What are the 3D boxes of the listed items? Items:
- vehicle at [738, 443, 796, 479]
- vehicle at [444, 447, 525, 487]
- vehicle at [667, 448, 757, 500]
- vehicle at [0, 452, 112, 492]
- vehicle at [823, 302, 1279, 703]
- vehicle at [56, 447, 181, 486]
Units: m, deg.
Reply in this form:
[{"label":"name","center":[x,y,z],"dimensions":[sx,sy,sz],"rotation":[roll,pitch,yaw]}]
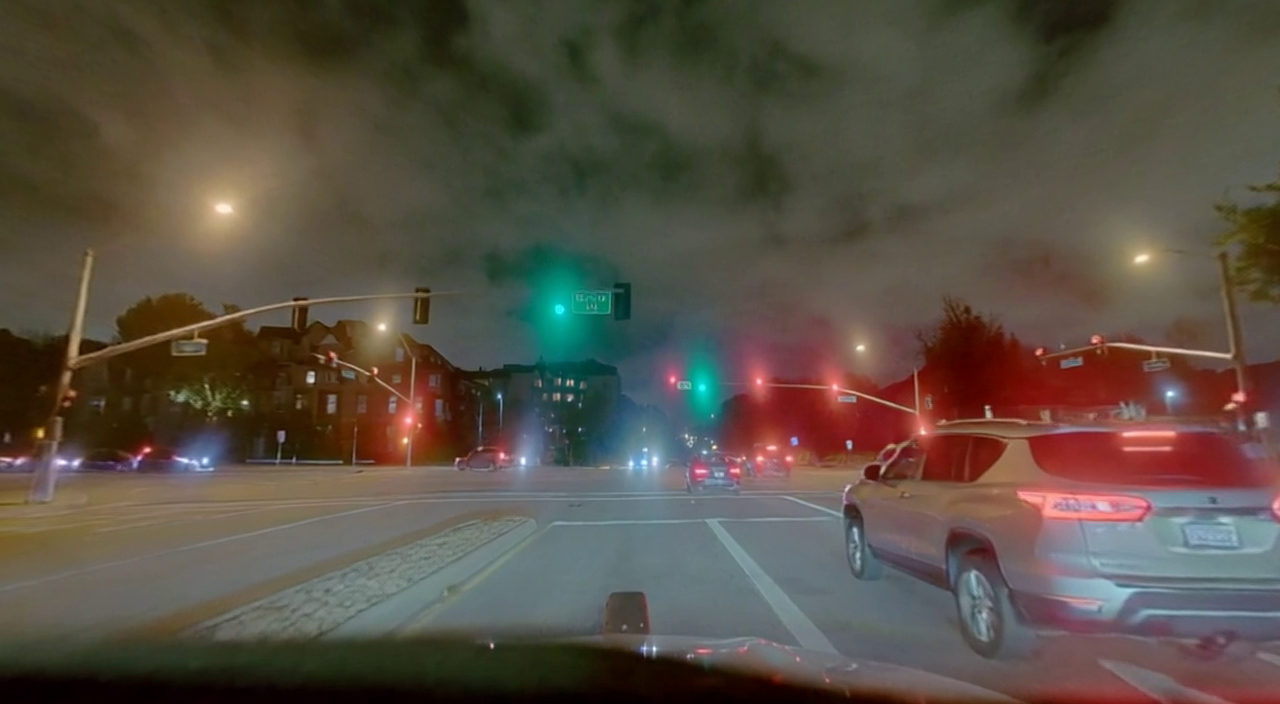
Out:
[{"label":"vehicle","center":[6.862,5.955,34.673],"dimensions":[2.105,1.830,4.610],"rotation":[0,-9,-1]},{"label":"vehicle","center":[-7.320,5.300,29.493],"dimensions":[2.099,1.705,4.020],"rotation":[7,-11,-38]},{"label":"vehicle","center":[2.222,3.924,20.806],"dimensions":[2.009,1.480,4.423],"rotation":[1,-9,-7]},{"label":"vehicle","center":[-26.271,5.174,27.387],"dimensions":[4.724,1.630,1.968],"rotation":[0,-9,-3]},{"label":"vehicle","center":[2.776,0.983,3.330],"dimensions":[2.115,1.737,4.642],"rotation":[0,-9,-1]},{"label":"vehicle","center":[-27.769,6.104,33.693],"dimensions":[4.689,1.734,2.034],"rotation":[3,-8,-1]}]
